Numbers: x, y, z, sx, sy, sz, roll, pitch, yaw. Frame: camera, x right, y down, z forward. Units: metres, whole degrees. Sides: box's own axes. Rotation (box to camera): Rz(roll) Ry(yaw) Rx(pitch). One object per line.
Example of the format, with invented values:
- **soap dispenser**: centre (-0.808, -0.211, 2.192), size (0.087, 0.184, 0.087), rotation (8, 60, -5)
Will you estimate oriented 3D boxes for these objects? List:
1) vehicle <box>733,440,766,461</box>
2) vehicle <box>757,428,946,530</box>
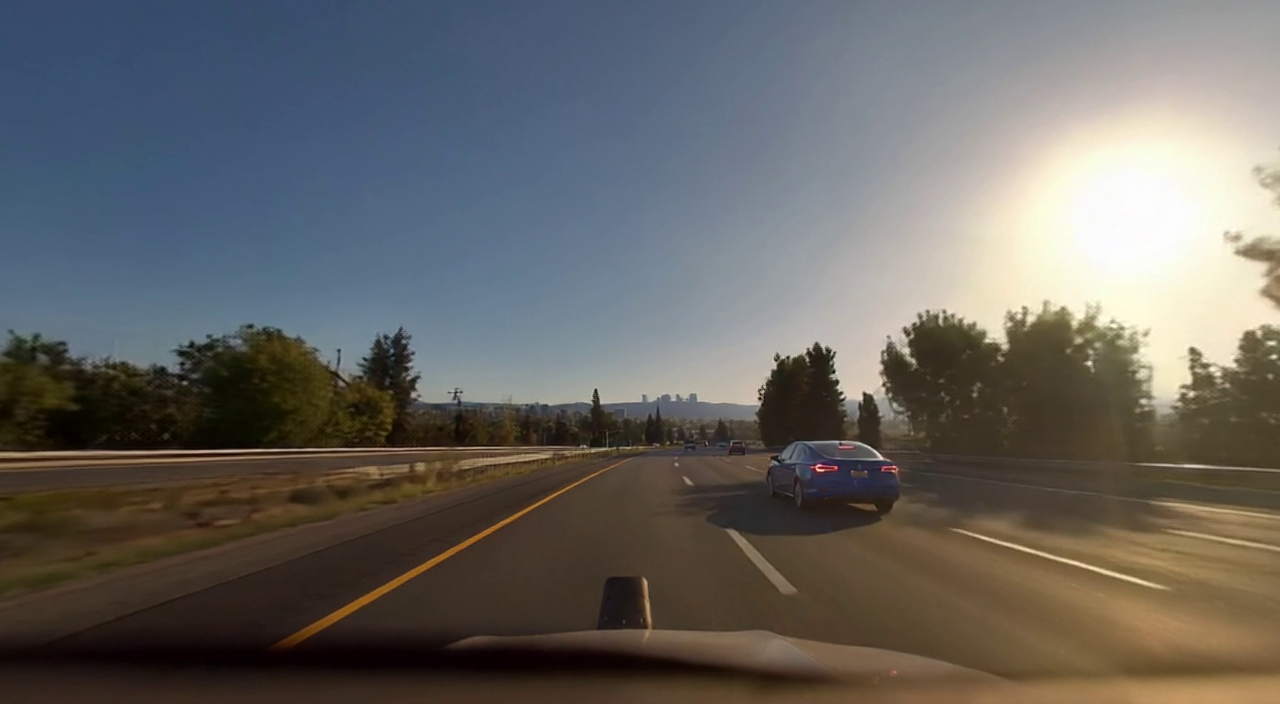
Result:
- **vehicle**: centre (8.272, 7.494, 47.942), size (1.924, 1.479, 4.054), rotation (-1, -8, 2)
- **vehicle**: centre (3.682, 2.292, 11.984), size (2.050, 1.546, 4.344), rotation (0, -8, 0)
